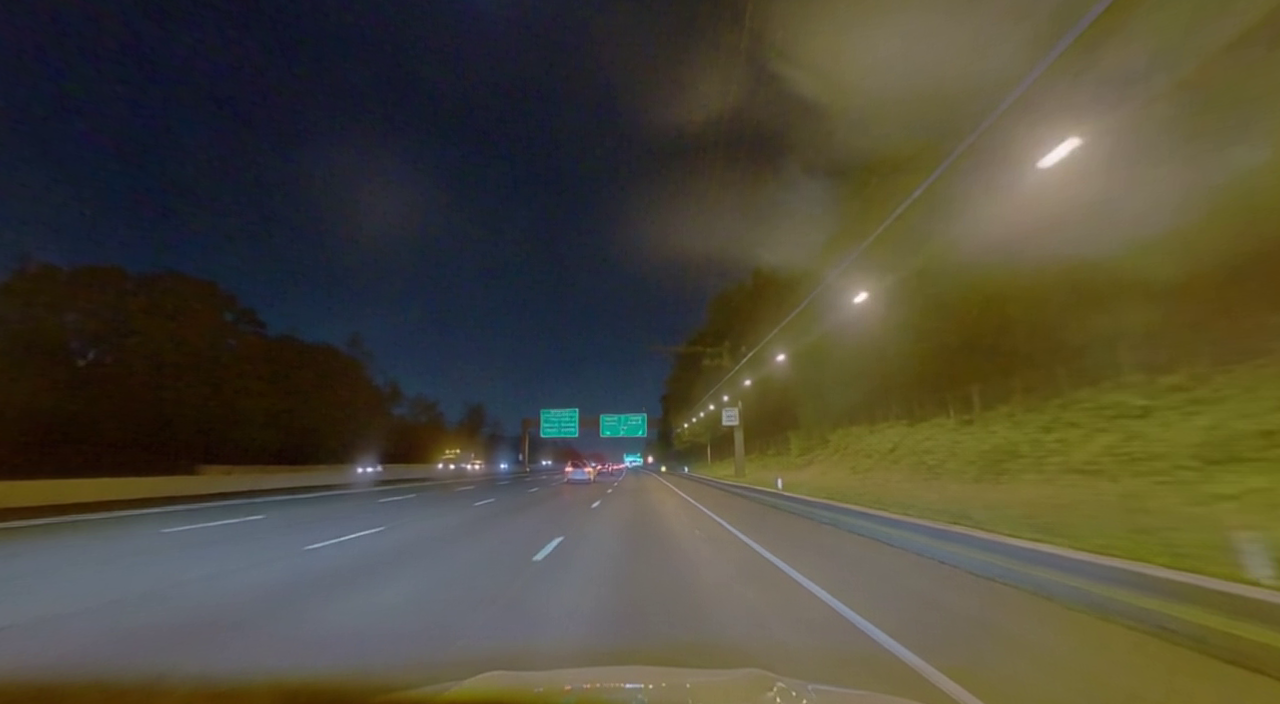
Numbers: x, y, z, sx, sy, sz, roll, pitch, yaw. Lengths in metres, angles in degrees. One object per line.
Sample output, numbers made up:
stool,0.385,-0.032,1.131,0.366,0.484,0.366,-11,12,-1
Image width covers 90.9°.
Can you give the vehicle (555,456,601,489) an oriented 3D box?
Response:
vehicle,-3.295,6.525,34.109,2.092,1.642,3.895,1,-11,0
